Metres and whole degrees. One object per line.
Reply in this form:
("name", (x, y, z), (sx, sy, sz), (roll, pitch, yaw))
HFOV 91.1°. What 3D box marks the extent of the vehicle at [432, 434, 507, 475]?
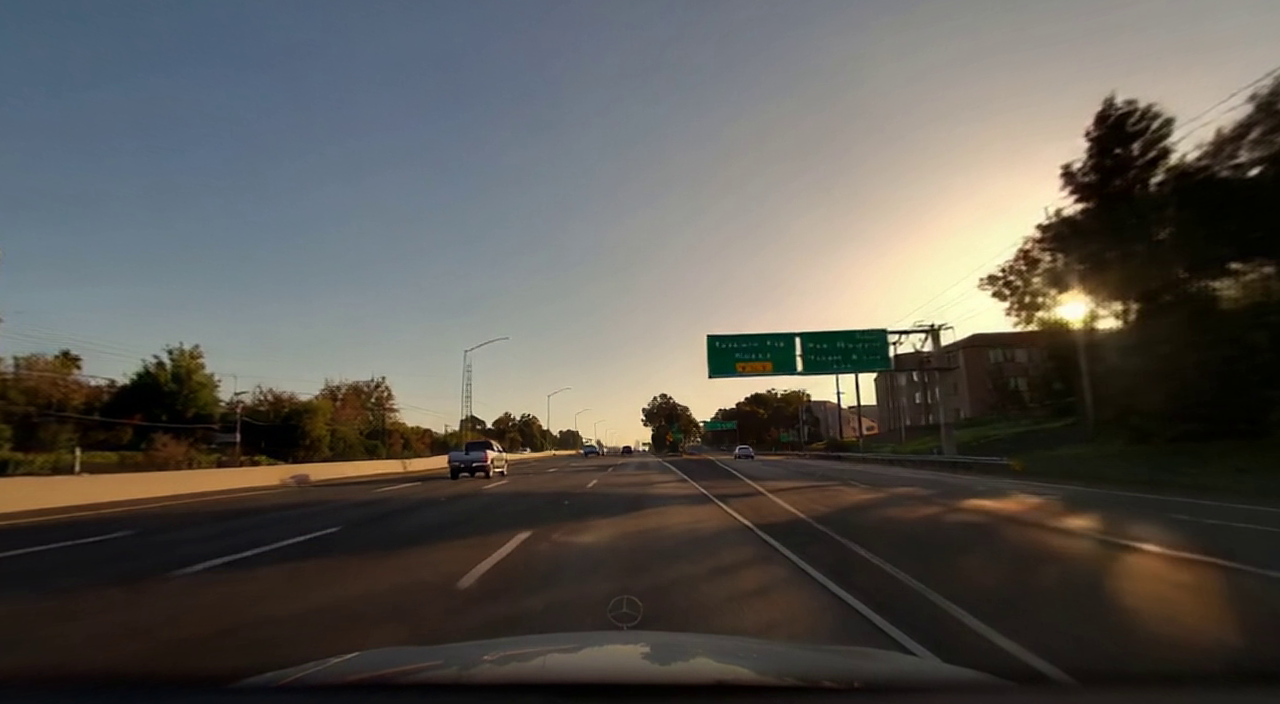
("vehicle", (-9.960, 6.056, 37.345), (2.667, 2.213, 6.081), (-1, -8, 1))
